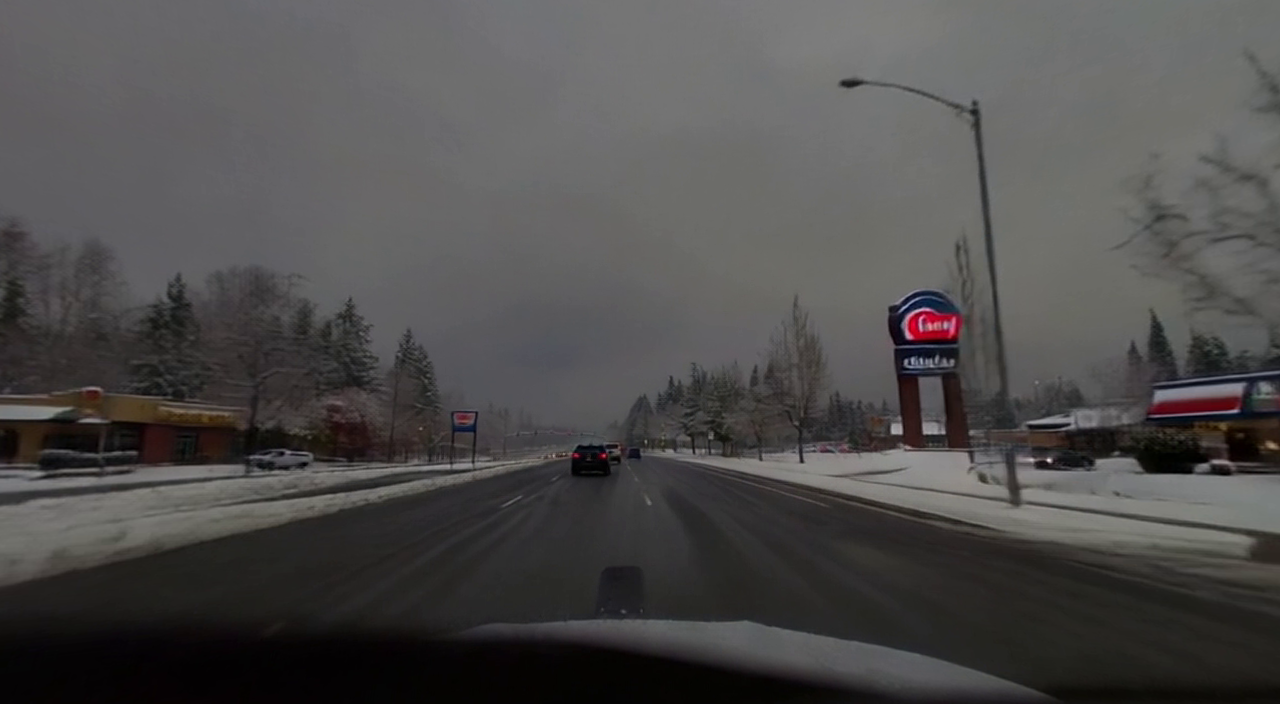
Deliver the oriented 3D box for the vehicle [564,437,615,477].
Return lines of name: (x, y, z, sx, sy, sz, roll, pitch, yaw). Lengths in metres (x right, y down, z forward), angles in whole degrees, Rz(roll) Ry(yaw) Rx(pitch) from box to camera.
vehicle: (-2.510, 5.402, 32.555, 2.222, 1.899, 5.006, 0, -8, 0)

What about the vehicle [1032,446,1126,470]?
vehicle: (26.689, 6.416, 38.248, 4.375, 1.400, 2.017, 1, -8, -6)

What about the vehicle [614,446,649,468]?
vehicle: (-0.657, 7.396, 44.506, 2.113, 1.446, 4.309, 1, -8, -6)
